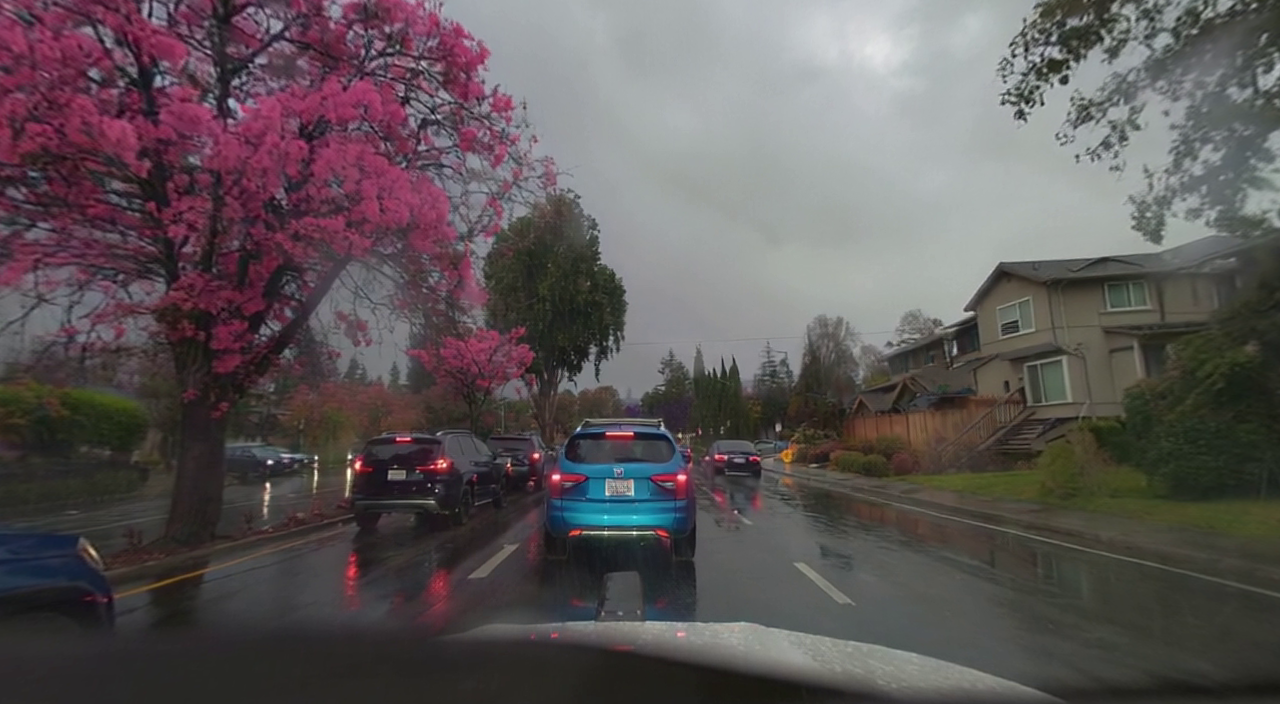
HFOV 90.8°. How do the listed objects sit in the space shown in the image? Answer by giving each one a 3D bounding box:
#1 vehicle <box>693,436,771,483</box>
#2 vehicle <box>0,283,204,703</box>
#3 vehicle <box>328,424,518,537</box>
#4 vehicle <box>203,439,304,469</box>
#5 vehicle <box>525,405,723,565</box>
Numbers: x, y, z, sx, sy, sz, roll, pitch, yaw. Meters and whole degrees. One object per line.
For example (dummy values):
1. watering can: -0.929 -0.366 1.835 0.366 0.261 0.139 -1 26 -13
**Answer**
1. vehicle: 3.244 3.890 23.186 2.056 1.536 4.678 0 -8 -1
2. vehicle: -3.530 0.513 0.937 2.304 1.928 4.833 0 -8 0
3. vehicle: -3.661 2.234 11.648 1.948 1.668 4.279 0 -8 0
4. vehicle: -28.492 7.526 46.840 5.856 2.096 2.481 3 -9 -18
5. vehicle: -0.192 1.728 8.864 2.112 1.693 4.058 0 -8 -1
